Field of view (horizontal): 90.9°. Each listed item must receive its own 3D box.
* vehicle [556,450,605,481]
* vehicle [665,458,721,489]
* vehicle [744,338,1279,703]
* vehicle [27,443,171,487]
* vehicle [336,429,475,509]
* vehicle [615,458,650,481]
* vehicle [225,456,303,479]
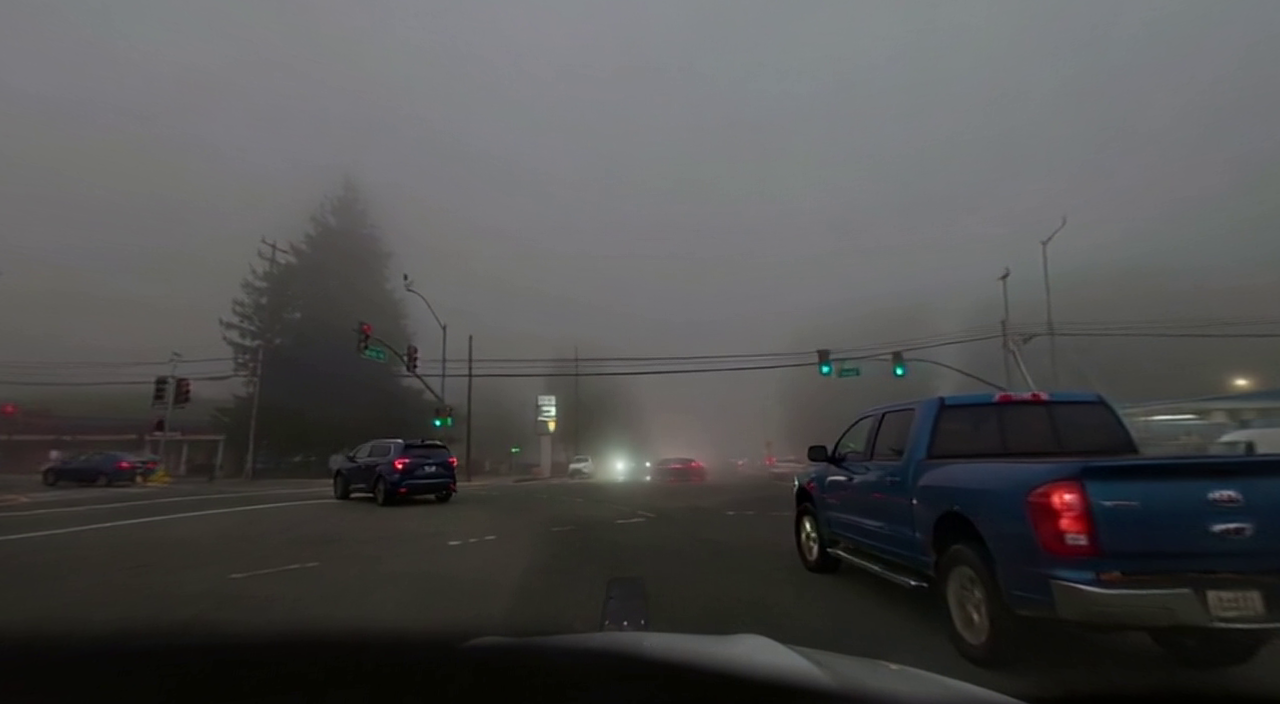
[{"bbox_3d":[-3.936,7.621,42.574,2.303,1.895,5.301,-1,-9,5],"label":"vehicle"},{"bbox_3d":[2.373,5.603,29.362,1.898,1.281,4.013,1,-9,-6],"label":"vehicle"},{"bbox_3d":[2.586,1.249,5.569,2.036,1.818,5.192,1,-9,-5],"label":"vehicle"},{"bbox_3d":[-22.285,4.655,26.050,4.498,1.725,1.921,-2,-9,10],"label":"vehicle"},{"bbox_3d":[-6.532,3.129,17.214,2.141,1.842,4.889,6,-11,-36],"label":"vehicle"},{"bbox_3d":[-0.450,8.004,43.273,1.856,1.448,4.455,-1,-9,7],"label":"vehicle"},{"bbox_3d":[-27.028,8.291,45.530,1.913,1.480,4.661,-3,-10,18],"label":"vehicle"}]
